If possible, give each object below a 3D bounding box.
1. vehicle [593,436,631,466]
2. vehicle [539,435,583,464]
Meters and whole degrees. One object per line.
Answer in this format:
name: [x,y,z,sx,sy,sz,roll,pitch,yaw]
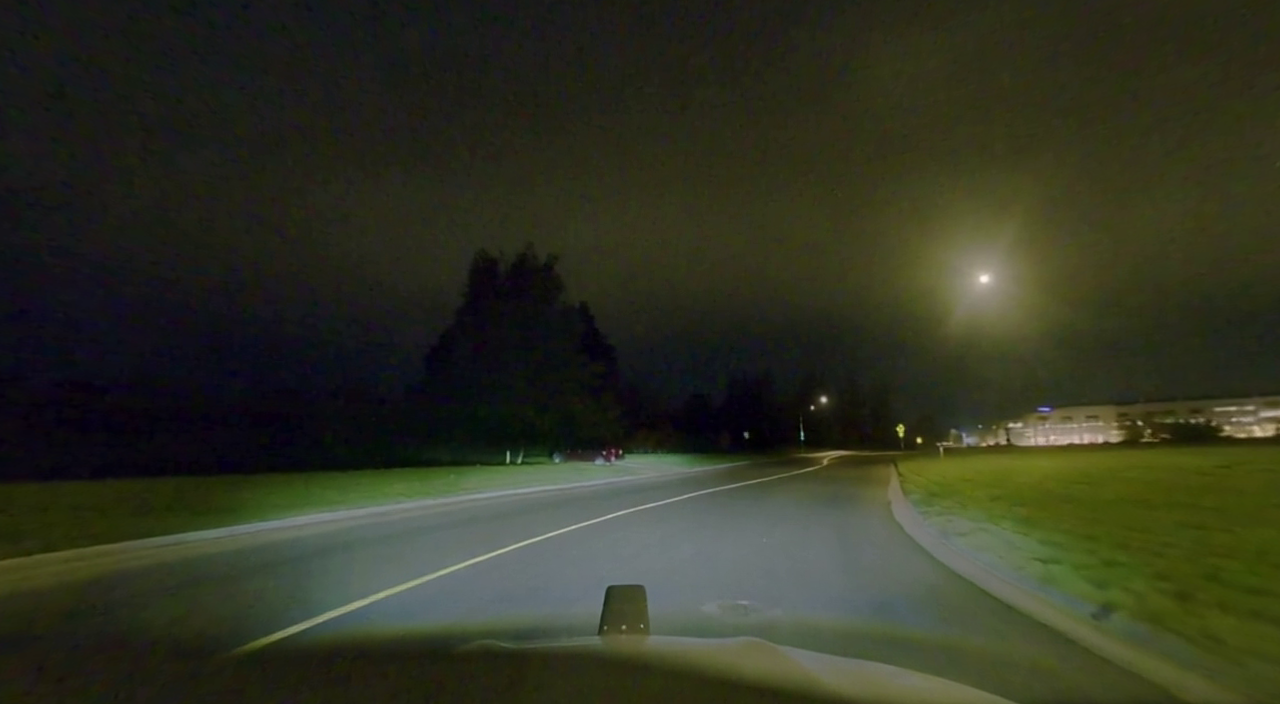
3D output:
vehicle: [-1.873,6.375,40.661,2.244,1.796,5.170,1,-9,-4]
vehicle: [-5.304,6.449,41.805,2.192,1.740,4.521,3,-9,-15]
